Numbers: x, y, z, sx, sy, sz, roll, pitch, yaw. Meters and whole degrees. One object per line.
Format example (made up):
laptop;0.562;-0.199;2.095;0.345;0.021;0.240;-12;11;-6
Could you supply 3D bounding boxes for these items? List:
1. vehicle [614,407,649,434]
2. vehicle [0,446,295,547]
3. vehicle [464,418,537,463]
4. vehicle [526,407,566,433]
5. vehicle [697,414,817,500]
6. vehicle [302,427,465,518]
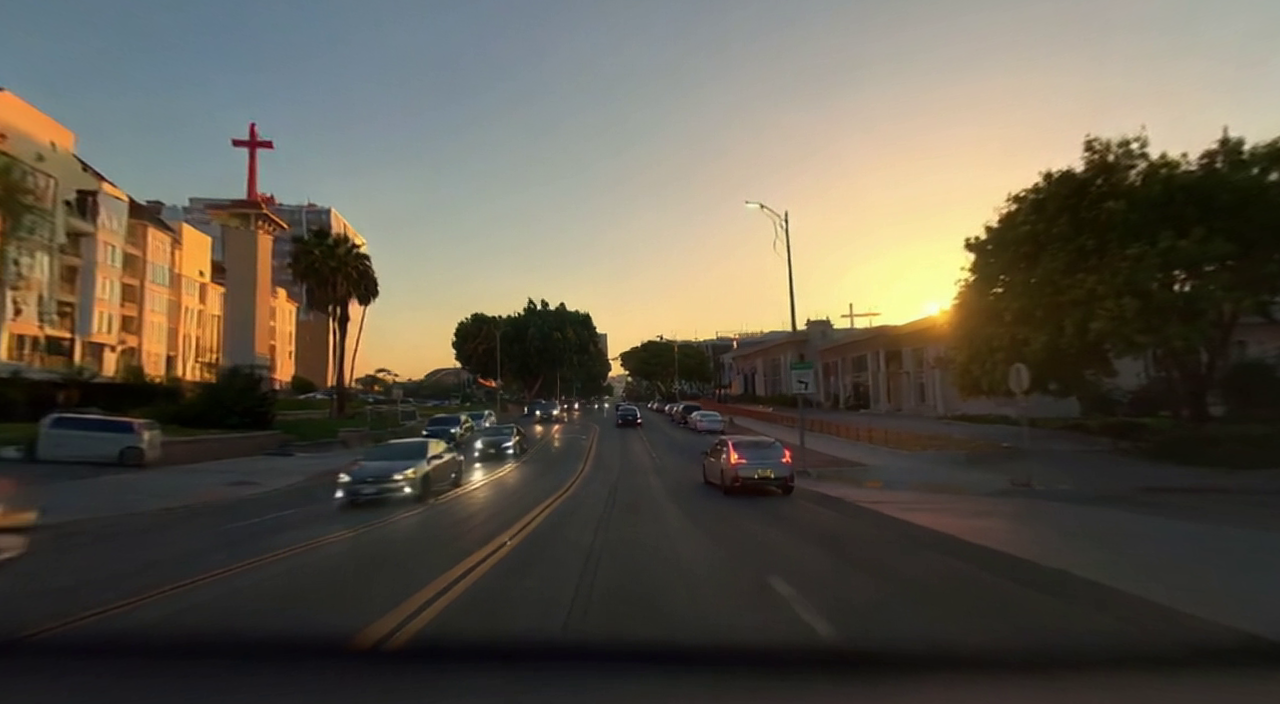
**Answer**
vehicle;-0.591;4.606;41.913;2.196;1.655;3.939;0;-8;-2
vehicle;-9.031;2.438;11.691;2.118;1.333;5.950;0;-8;-2
vehicle;-6.177;3.998;28.667;2.295;1.837;4.680;-1;-8;0
vehicle;-6.714;4.934;45.542;2.171;1.676;4.523;-1;-8;0
vehicle;2.782;2.629;16.170;1.995;1.858;4.333;0;-8;-3
vehicle;-6.025;2.850;15.639;2.138;1.858;4.788;0;-8;-1
